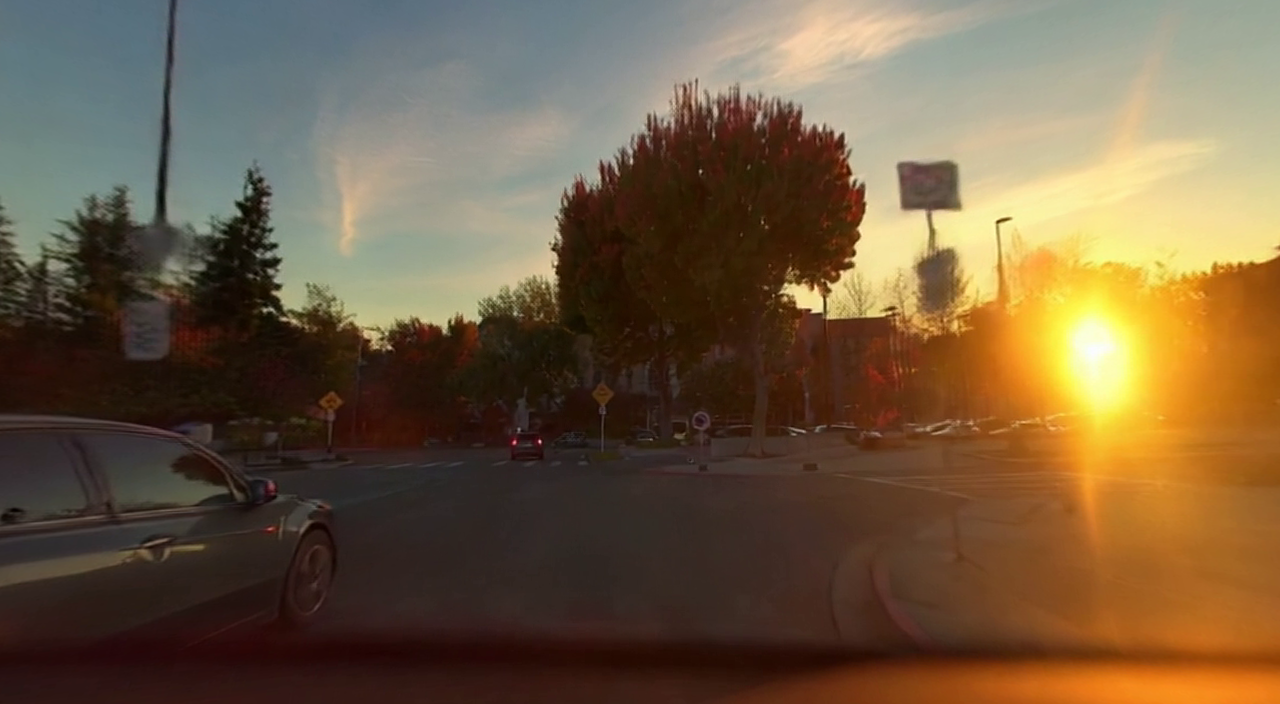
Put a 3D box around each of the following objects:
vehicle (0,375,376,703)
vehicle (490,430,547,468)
[{"bbox_3d":[-3.143,0.954,3.128,1.853,1.478,4.381,0,-7,-1],"label":"vehicle"},{"bbox_3d":[-4.953,3.973,26.095,1.962,1.424,4.289,1,-8,-6],"label":"vehicle"}]
